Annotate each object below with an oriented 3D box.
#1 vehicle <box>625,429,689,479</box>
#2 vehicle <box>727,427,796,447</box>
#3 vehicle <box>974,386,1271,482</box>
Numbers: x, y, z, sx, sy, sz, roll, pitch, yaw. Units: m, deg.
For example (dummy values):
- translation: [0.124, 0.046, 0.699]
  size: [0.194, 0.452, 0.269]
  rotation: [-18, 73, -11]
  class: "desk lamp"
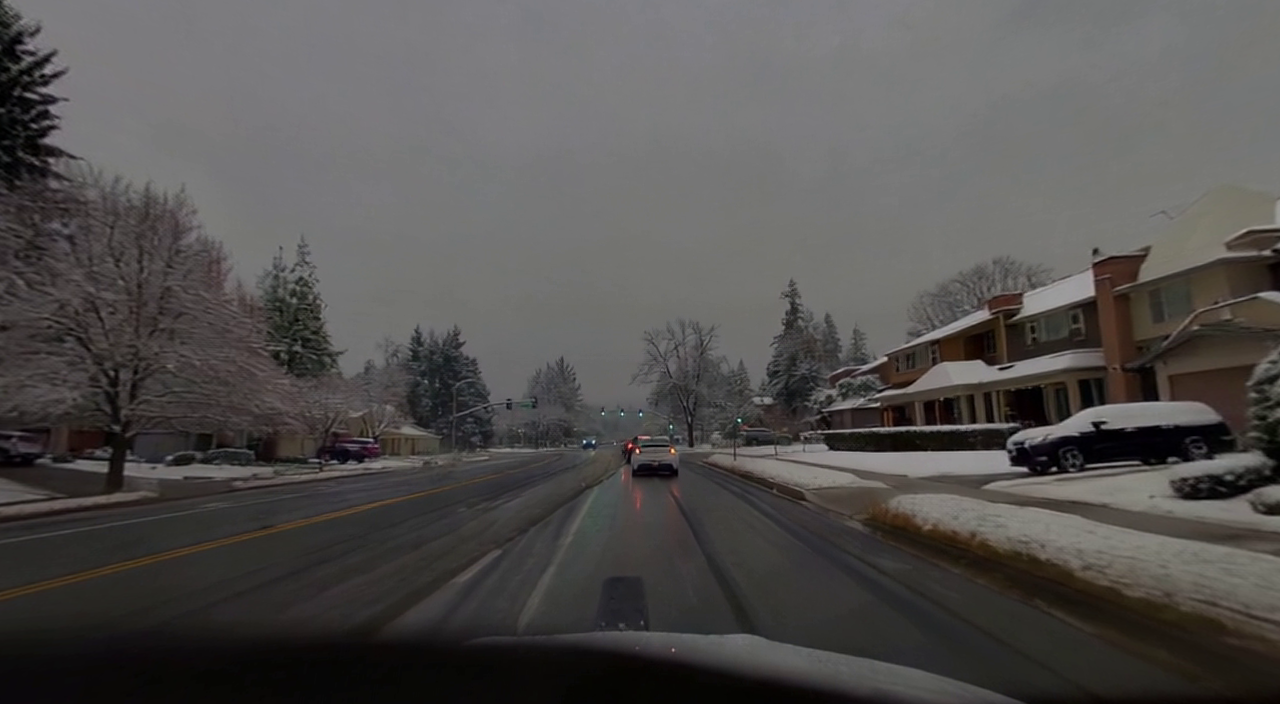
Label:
- translation: [0.575, 3.634, 22.632]
  size: [2.088, 1.607, 3.903]
  rotation: [0, -8, 1]
  class: "vehicle"
- translation: [9.338, 6.582, 48.547]
  size: [4.783, 1.514, 1.895]
  rotation: [2, -9, -14]
  class: "vehicle"
- translation: [10.200, 1.772, 13.641]
  size: [4.746, 1.485, 1.916]
  rotation: [-5, -8, 0]
  class: "vehicle"
